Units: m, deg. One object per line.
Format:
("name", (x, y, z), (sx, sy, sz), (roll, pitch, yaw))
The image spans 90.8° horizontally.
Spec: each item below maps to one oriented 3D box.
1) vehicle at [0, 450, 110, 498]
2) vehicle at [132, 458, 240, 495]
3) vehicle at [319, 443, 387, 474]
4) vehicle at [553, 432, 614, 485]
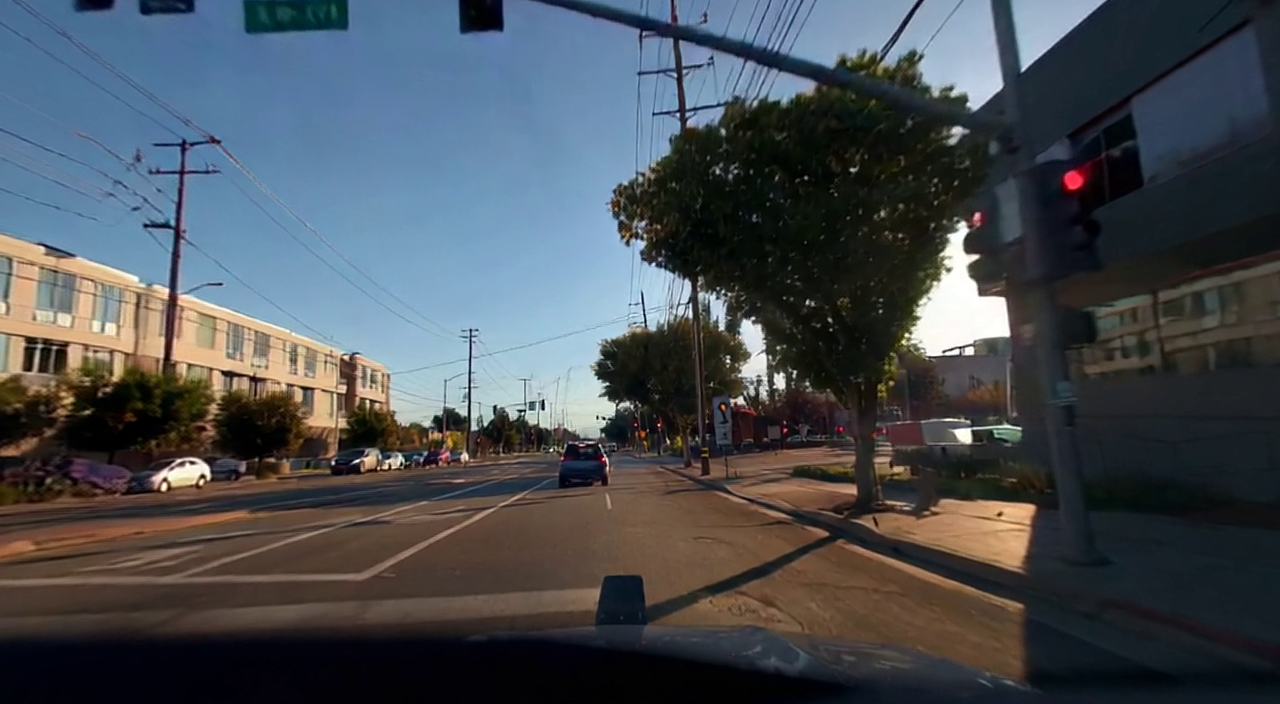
("vehicle", (-25.871, 5.269, 27.168), (4.508, 1.776, 1.932), (-3, -7, 3))
("vehicle", (-20.391, 5.594, 28.615), (1.786, 1.439, 4.312), (0, -8, -2))
("vehicle", (-21.365, 7.944, 47.456), (2.369, 2.159, 6.388), (0, -8, -3))
("vehicle", (-2.017, 3.912, 23.514), (2.022, 1.757, 4.041), (0, -8, -3))
